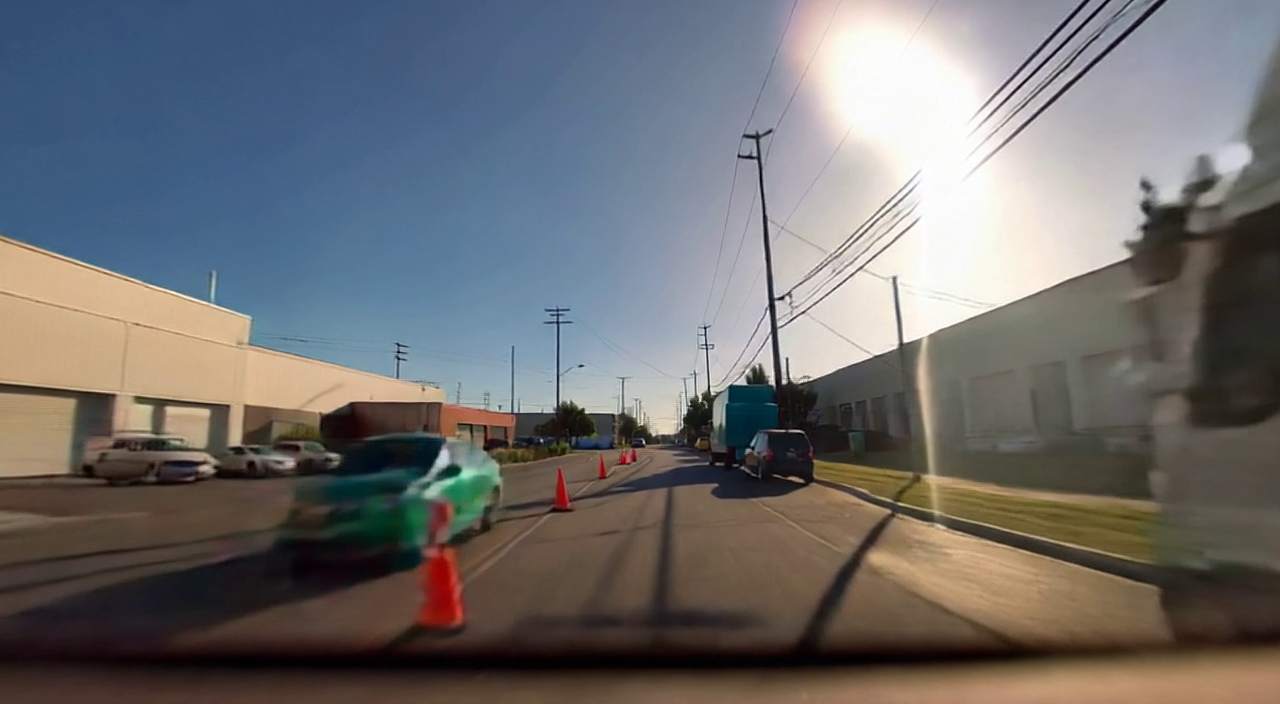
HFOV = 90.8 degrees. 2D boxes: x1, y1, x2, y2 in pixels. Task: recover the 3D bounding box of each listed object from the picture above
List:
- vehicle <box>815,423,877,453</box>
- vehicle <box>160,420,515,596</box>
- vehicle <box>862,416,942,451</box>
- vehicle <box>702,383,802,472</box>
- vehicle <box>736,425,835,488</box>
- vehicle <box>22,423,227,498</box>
[{"bbox_3d":[12.429,5.254,38.502,1.913,1.672,4.770,0,-8,-3],"label":"vehicle"},{"bbox_3d":[-3.043,1.661,7.695,1.988,1.479,4.485,-1,-8,2],"label":"vehicle"},{"bbox_3d":[20.274,6.316,49.082,5.359,2.321,2.243,2,-7,9],"label":"vehicle"},{"bbox_3d":[4.486,3.342,27.105,3.058,3.269,7.674,0,-9,2],"label":"vehicle"},{"bbox_3d":[4.316,3.182,19.546,1.892,1.696,4.332,0,-8,-2],"label":"vehicle"},{"bbox_3d":[-16.344,3.519,20.598,2.150,1.999,5.425,3,-9,-2],"label":"vehicle"}]
